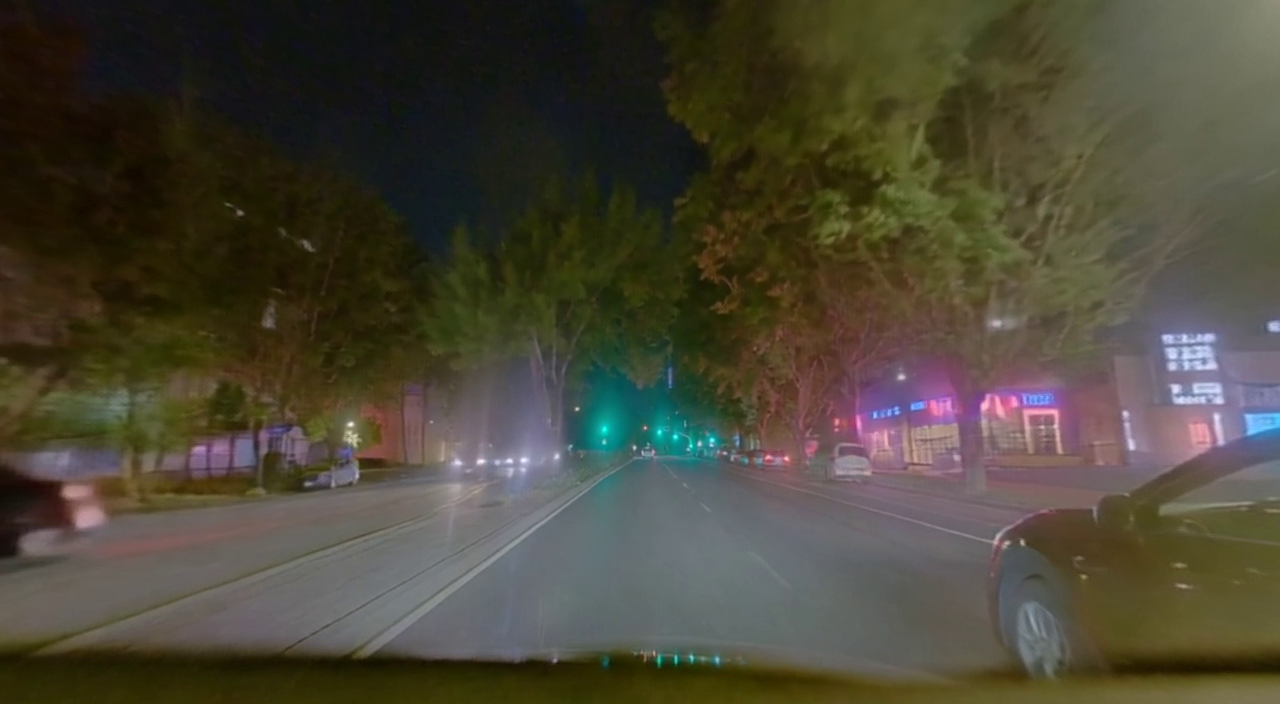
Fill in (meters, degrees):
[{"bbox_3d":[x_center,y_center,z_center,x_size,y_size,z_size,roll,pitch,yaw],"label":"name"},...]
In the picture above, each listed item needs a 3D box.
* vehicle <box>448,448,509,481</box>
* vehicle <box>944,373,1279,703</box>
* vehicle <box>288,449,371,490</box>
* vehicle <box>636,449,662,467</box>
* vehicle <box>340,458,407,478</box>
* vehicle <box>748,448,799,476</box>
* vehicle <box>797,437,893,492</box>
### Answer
[{"bbox_3d":[-8.240,5.756,32.533,1.904,1.537,4.618,0,-9,0],"label":"vehicle"},{"bbox_3d":[2.835,0.804,1.726,1.989,1.498,4.050,0,-9,0],"label":"vehicle"},{"bbox_3d":[-15.877,6.012,32.554,1.972,1.898,4.556,0,-9,0],"label":"vehicle"},{"bbox_3d":[0.667,8.236,49.245,1.945,1.343,3.827,0,-9,0],"label":"vehicle"},{"bbox_3d":[-20.484,8.904,48.562,4.336,1.441,1.813,-1,-9,5],"label":"vehicle"},{"bbox_3d":[7.576,6.268,36.216,1.874,1.438,4.466,0,-9,-1],"label":"vehicle"},{"bbox_3d":[7.496,4.136,23.560,2.050,1.838,4.535,0,-9,0],"label":"vehicle"}]
